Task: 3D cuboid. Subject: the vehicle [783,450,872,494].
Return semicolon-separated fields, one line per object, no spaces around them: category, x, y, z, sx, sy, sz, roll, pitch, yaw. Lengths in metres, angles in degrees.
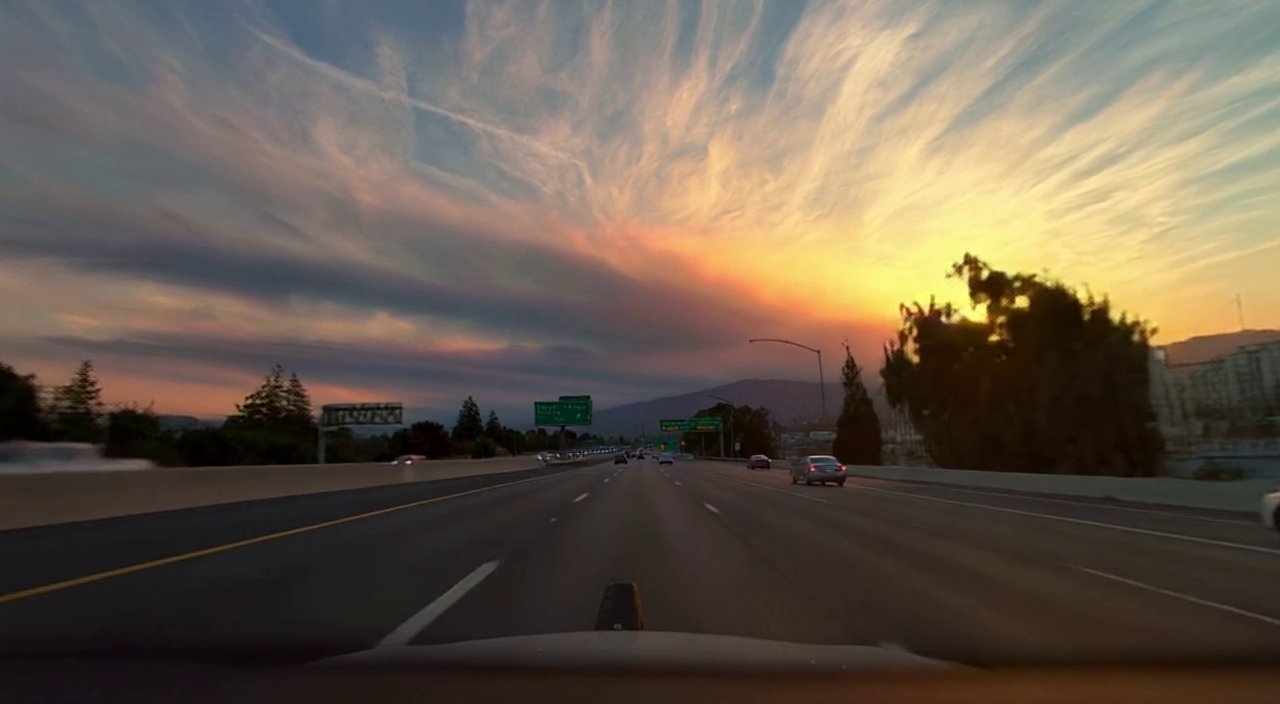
vehicle;7.224;4.648;24.901;1.861;1.500;4.860;0;-9;-2

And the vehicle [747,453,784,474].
vehicle;9.404;8.387;47.693;1.878;1.509;4.327;0;-9;0
